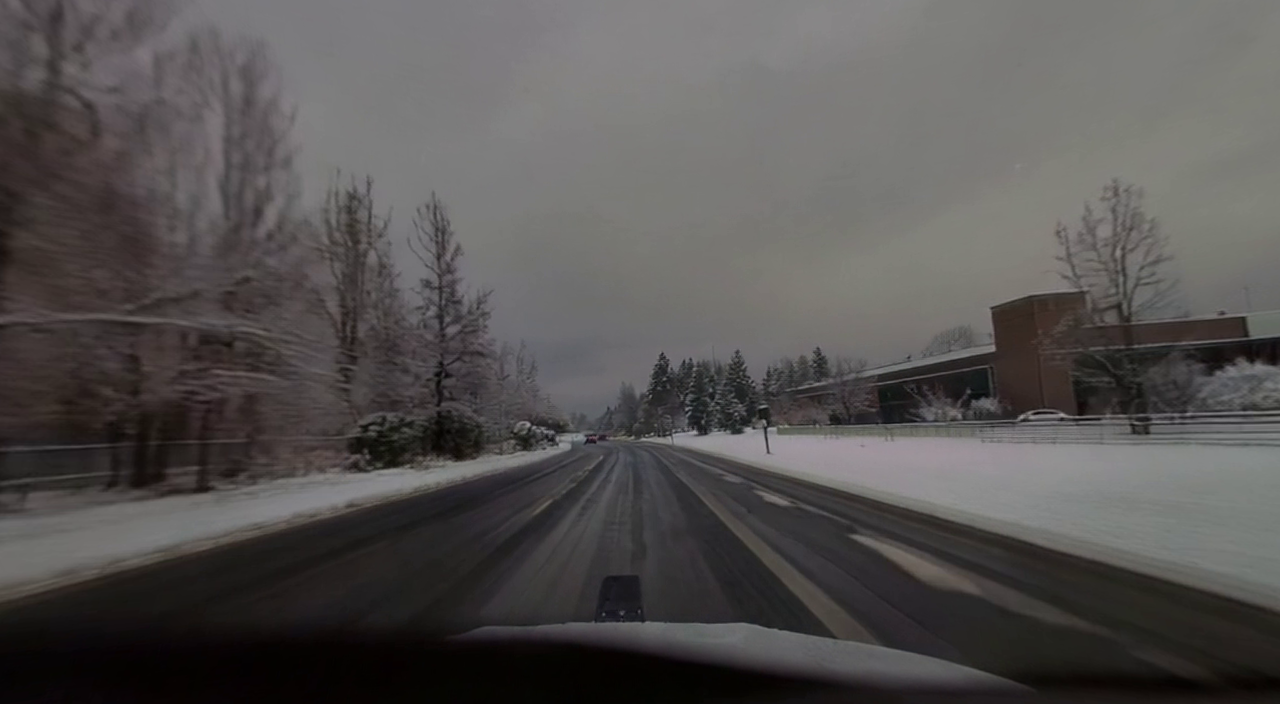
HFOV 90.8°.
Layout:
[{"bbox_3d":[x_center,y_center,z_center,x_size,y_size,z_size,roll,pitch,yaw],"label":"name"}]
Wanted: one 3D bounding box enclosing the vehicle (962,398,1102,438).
[{"bbox_3d":[29.126,4.944,47.166,8.483,2.834,2.843,0,-8,-1],"label":"vehicle"}]
